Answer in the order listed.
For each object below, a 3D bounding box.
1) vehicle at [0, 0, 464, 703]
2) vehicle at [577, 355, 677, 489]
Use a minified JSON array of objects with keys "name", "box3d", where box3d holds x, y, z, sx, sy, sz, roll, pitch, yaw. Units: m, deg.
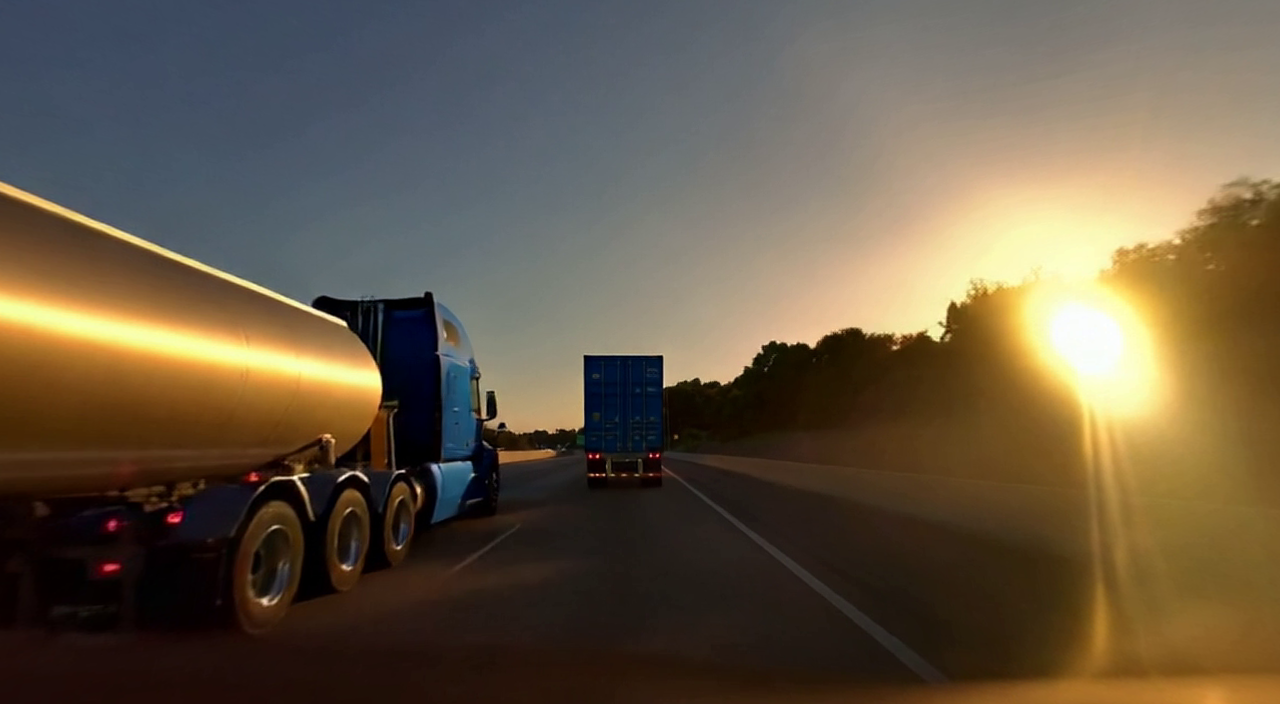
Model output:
[{"name":"vehicle","box3d":[-4.310,-0.457,0.877,3.267,3.655,17.154,0,-9,0]},{"name":"vehicle","box3d":[-0.357,2.922,24.472,2.942,4.003,11.297,0,-9,0]}]
